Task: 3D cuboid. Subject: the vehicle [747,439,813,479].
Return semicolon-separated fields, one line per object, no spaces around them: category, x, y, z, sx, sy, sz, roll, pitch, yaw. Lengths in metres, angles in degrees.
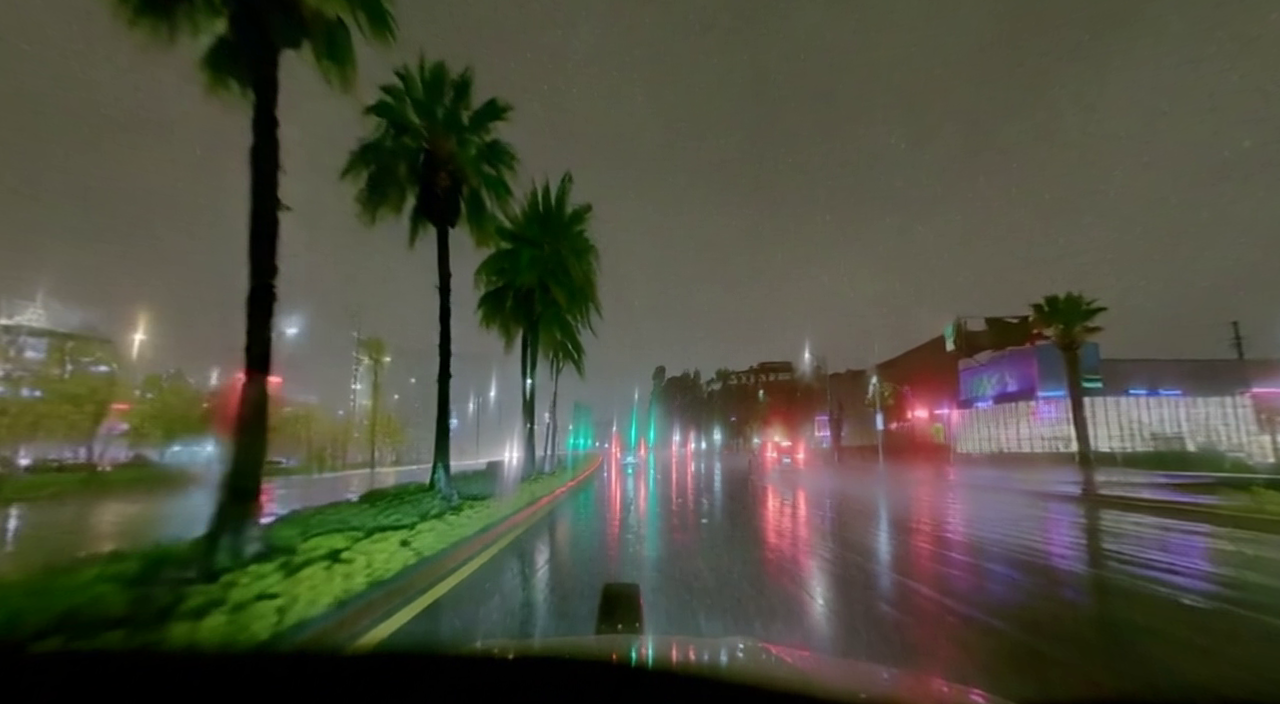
vehicle;6.149;4.733;28.087;1.949;1.647;3.894;0;-8;-2

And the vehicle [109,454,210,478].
vehicle;-31.170;7.396;40.917;4.767;1.489;2.051;0;-8;-3

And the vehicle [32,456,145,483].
vehicle;-31.324;6.662;35.847;4.452;1.470;2.016;0;-8;-1

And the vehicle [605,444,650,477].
vehicle;-0.573;4.984;29.190;1.970;1.402;3.756;0;-8;-1
